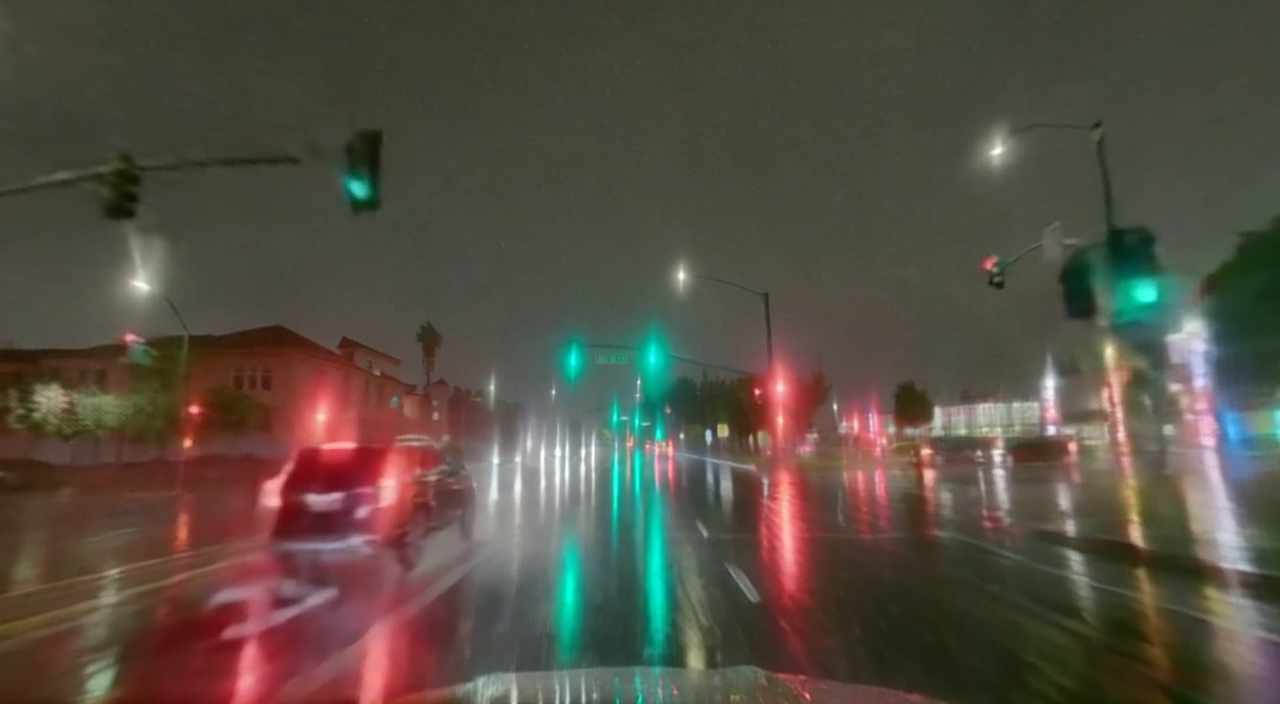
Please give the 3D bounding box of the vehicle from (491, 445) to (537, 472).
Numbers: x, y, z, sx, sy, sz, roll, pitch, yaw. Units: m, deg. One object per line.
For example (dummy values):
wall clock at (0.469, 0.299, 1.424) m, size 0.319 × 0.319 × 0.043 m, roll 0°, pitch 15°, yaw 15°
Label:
vehicle at (-7.644, 6.471, 38.575) m, size 1.974 × 1.521 × 4.197 m, roll 0°, pitch -8°, yaw 0°

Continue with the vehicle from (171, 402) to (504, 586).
vehicle at (-3.438, 1.702, 8.401) m, size 2.250 × 1.791 × 4.300 m, roll 0°, pitch -8°, yaw 0°

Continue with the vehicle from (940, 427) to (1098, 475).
vehicle at (14.162, 3.682, 23.762) m, size 4.634 × 1.449 × 1.936 m, roll -3°, pitch -7°, yaw -1°

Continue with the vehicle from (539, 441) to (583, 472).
vehicle at (-4.777, 6.364, 38.655) m, size 2.070 × 1.481 × 4.266 m, roll -4°, pitch -6°, yaw 0°
